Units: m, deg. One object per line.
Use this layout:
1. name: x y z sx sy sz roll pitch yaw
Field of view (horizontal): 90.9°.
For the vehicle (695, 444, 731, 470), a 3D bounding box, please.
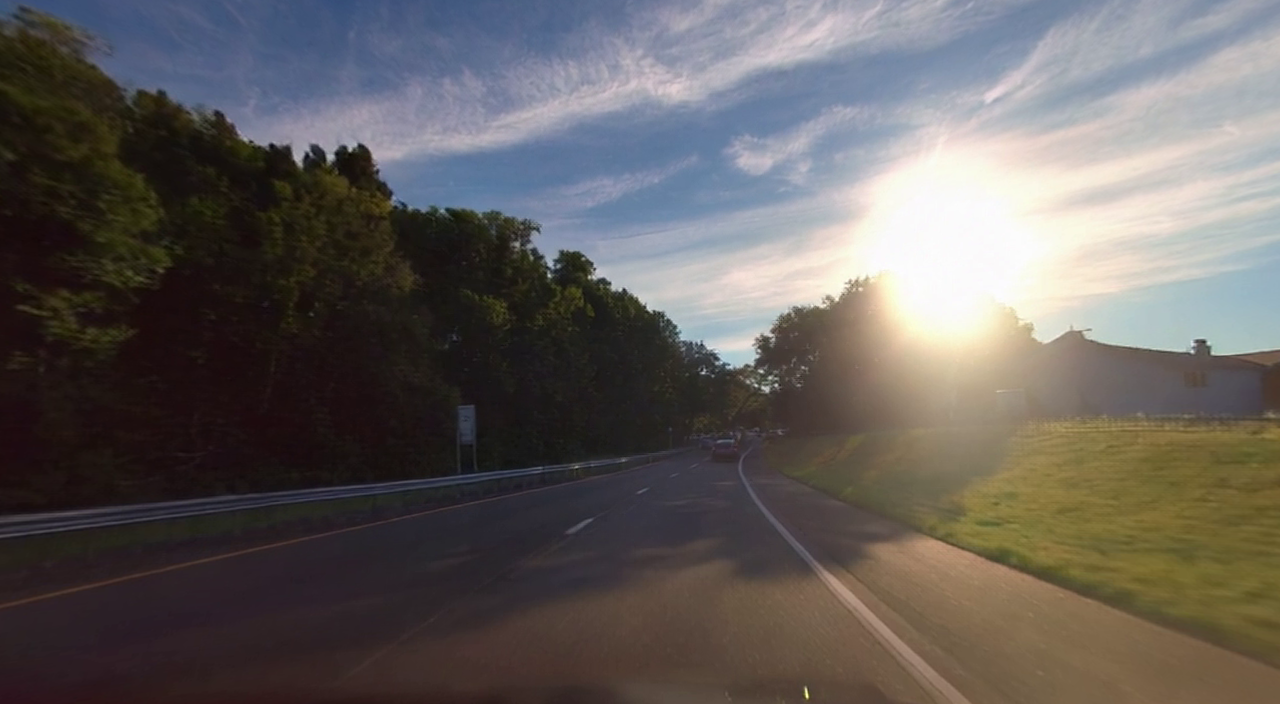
1. vehicle: 5.041 7.155 43.081 2.221 1.674 4.325 -1 -9 9
